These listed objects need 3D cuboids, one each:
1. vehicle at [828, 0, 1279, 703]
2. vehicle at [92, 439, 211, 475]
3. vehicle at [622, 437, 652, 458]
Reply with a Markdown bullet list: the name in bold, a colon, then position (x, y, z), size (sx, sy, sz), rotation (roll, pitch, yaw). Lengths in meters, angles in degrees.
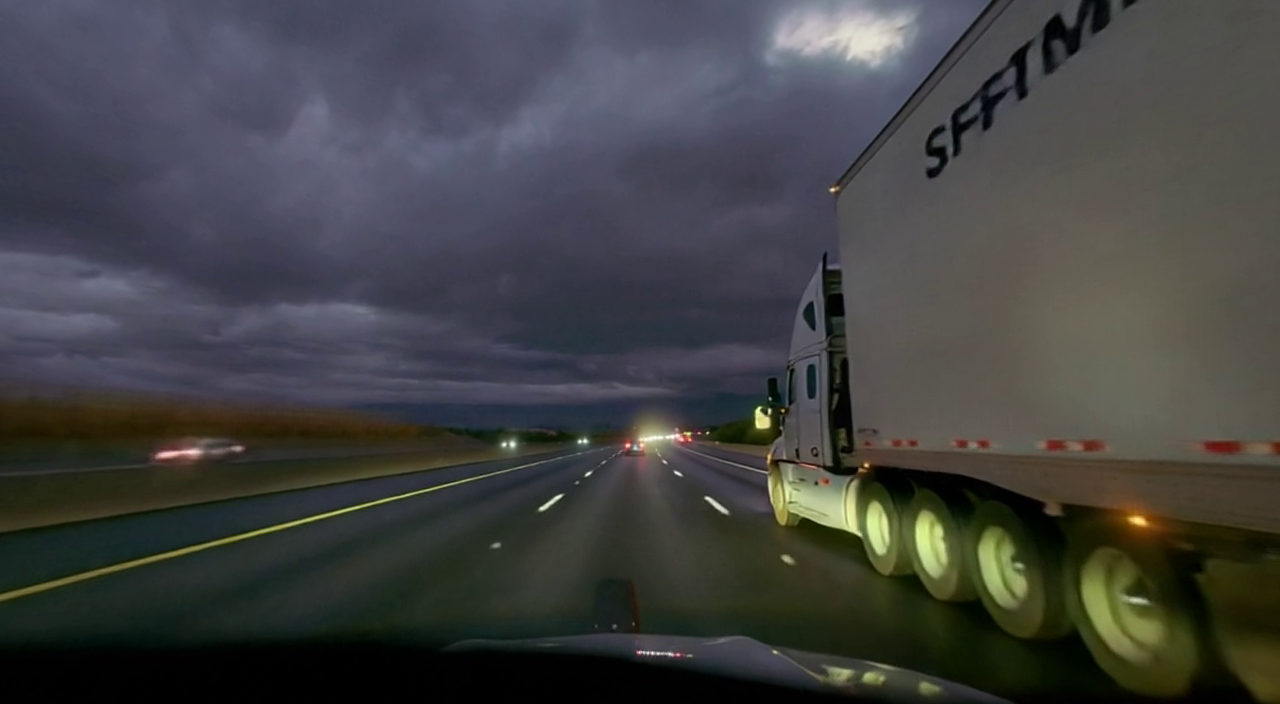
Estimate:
- **vehicle**: position (3.704, -0.023, 3.627), size (3.222, 3.915, 6.030), rotation (0, -8, -1)
- **vehicle**: position (-22.080, 4.713, 28.750), size (1.883, 1.492, 4.375), rotation (0, -8, 0)
- **vehicle**: position (-0.211, 7.183, 47.554), size (2.140, 1.475, 3.969), rotation (0, -8, 0)
